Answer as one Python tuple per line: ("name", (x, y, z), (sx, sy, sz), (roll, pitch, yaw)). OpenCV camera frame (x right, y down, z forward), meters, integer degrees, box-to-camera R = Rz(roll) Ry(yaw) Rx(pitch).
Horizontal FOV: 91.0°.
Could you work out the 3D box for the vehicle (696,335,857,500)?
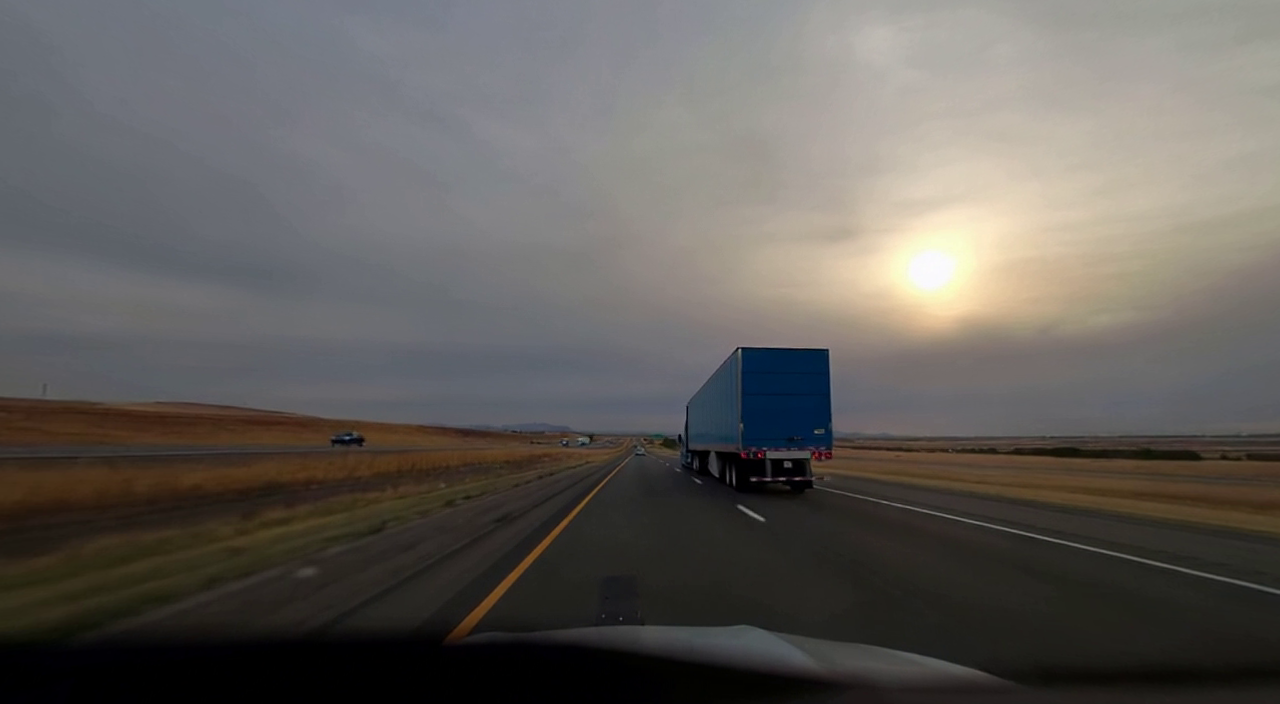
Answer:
("vehicle", (4.039, 2.623, 22.584), (2.818, 4.206, 12.987), (0, -9, 0))
